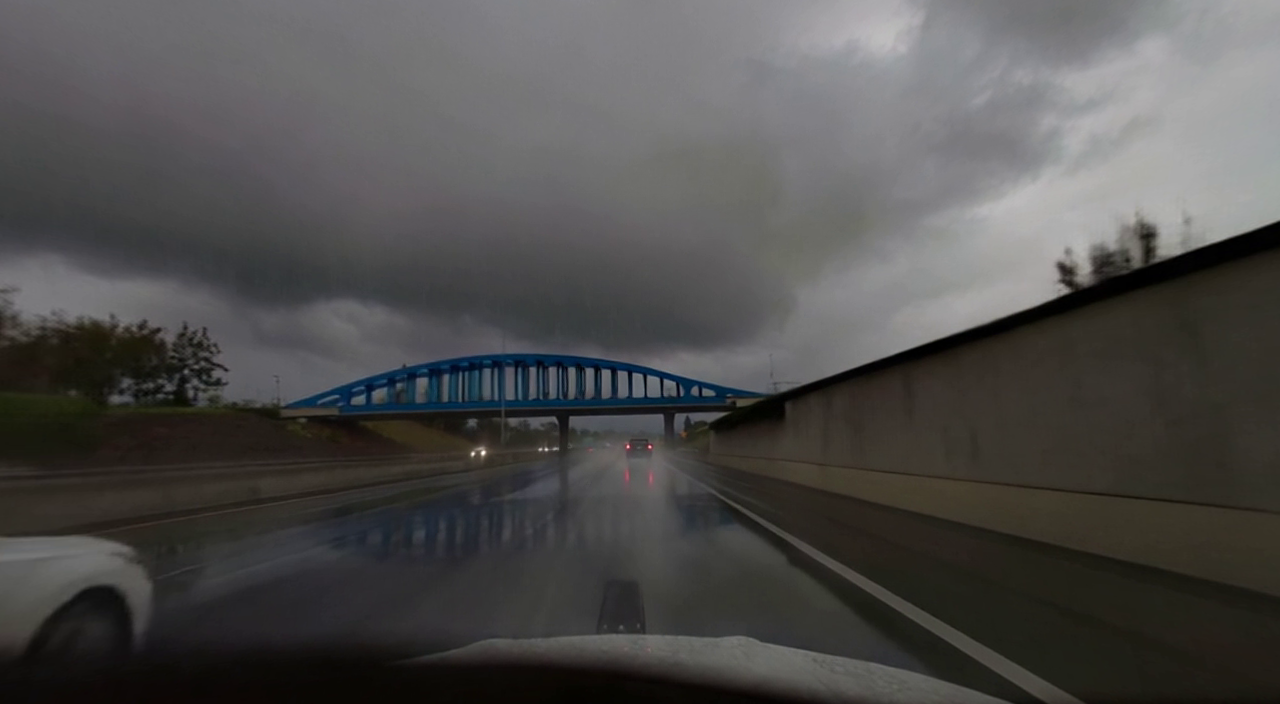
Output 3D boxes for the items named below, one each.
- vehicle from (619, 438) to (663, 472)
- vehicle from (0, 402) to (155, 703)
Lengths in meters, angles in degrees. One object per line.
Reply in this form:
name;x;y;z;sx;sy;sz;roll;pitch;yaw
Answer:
vehicle;0.018;5.704;34.996;2.299;1.716;4.579;0;-9;-1
vehicle;-3.415;0.676;0.560;2.095;1.498;4.854;0;-9;0
